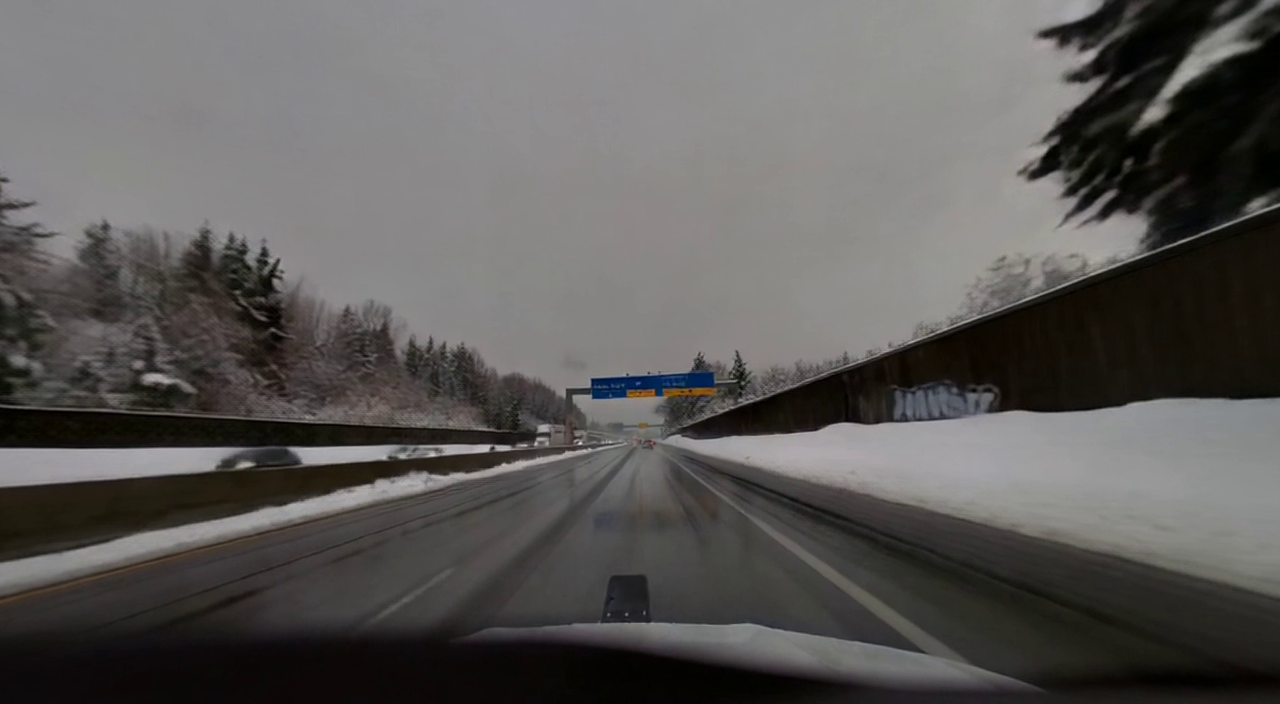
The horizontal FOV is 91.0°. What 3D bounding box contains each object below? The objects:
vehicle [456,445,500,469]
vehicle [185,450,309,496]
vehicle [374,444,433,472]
[{"bbox_3d":[-10.666,6.905,41.682,1.768,1.469,3.813,0,-8,3],"label":"vehicle"},{"bbox_3d":[-14.684,4.512,23.859,1.796,1.495,4.504,0,-8,0],"label":"vehicle"},{"bbox_3d":[-14.554,6.538,38.956,1.924,1.609,4.275,0,-8,1],"label":"vehicle"}]
